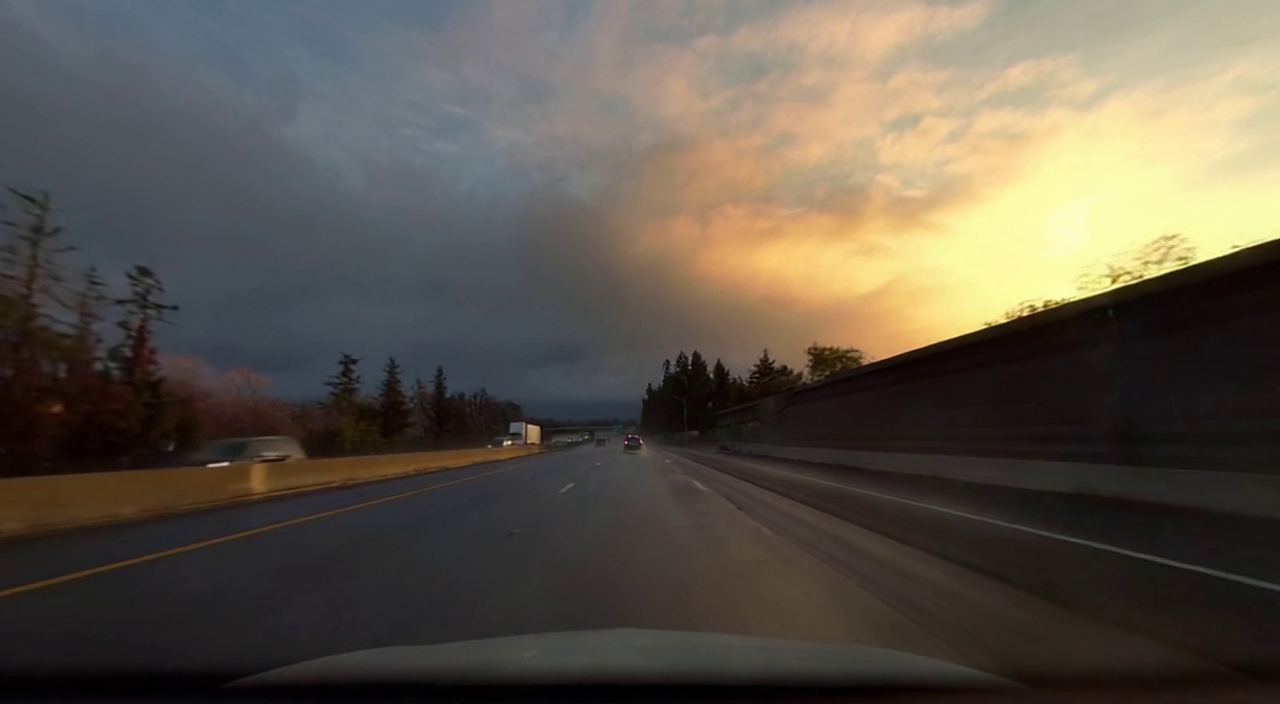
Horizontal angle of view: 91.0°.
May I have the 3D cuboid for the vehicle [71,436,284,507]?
[{"bbox_3d":[-11.607,2.986,16.336,2.109,1.557,4.531,0,-8,0],"label":"vehicle"}]
